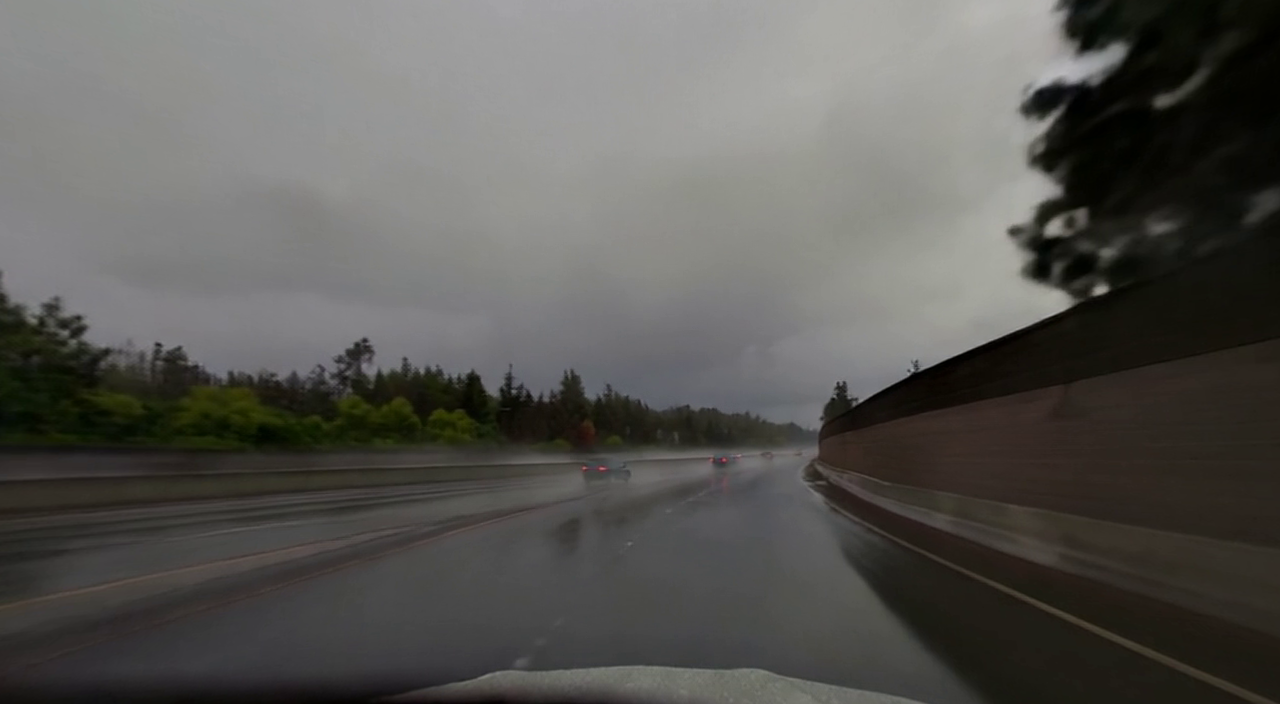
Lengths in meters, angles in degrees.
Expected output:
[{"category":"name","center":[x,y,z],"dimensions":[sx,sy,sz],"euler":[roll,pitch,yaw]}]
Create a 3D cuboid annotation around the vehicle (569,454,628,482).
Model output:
[{"category":"vehicle","center":[-2.268,6.610,36.253],"dimensions":[1.699,1.461,4.924],"euler":[-3,-9,17]}]
